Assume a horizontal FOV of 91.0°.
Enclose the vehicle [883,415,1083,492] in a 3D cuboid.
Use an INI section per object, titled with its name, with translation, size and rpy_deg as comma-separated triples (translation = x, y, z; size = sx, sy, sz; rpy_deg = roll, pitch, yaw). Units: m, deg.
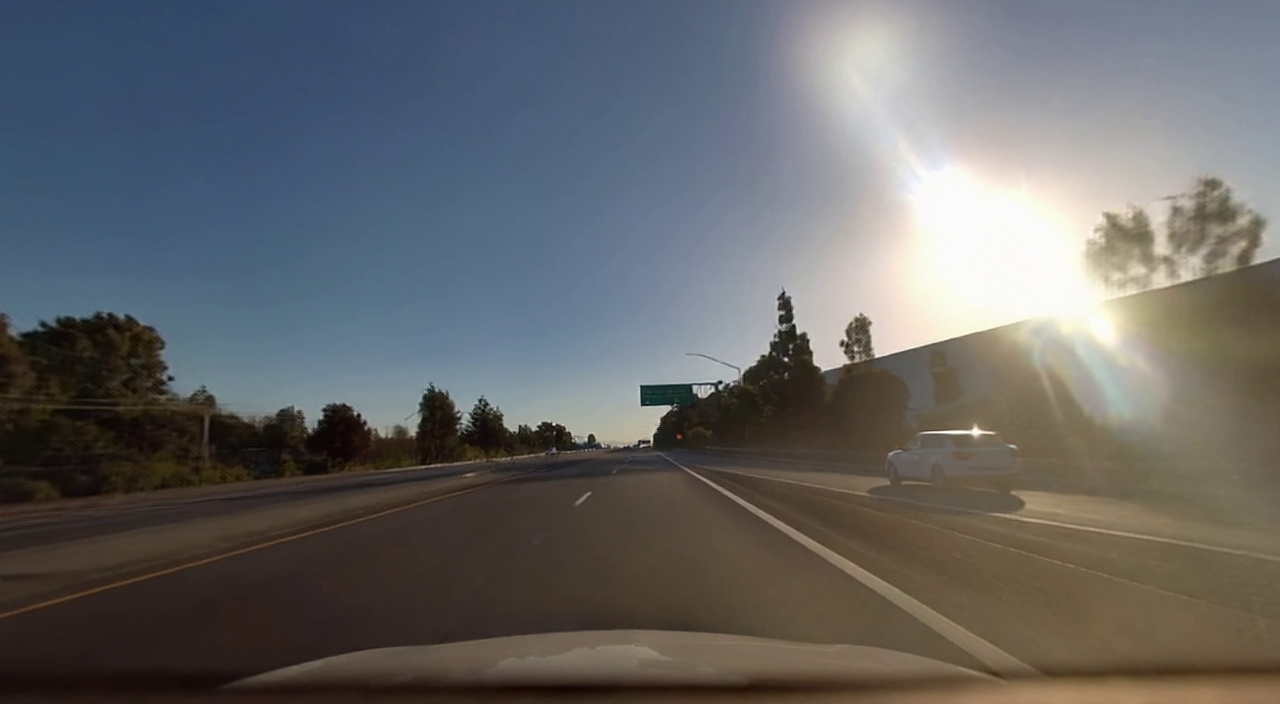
[vehicle]
translation = 9.759, 2.946, 18.626
size = 2.328, 1.916, 5.227
rpy_deg = 1, -8, -10
